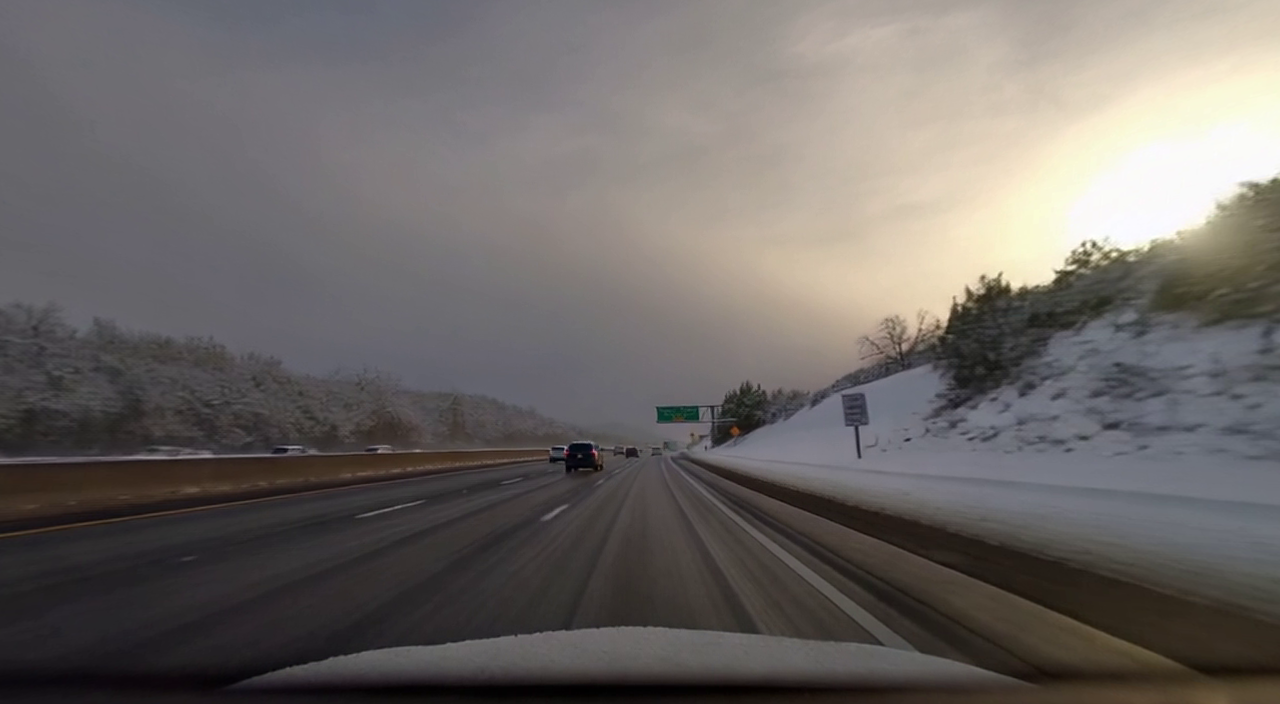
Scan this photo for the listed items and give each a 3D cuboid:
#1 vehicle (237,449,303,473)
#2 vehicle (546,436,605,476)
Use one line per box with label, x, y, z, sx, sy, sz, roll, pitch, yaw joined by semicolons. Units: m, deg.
vehicle;-27.617;8.093;47.031;2.016;1.671;4.537;-1;-9;2
vehicle;-3.248;5.386;32.857;2.413;1.896;5.218;0;-9;1
